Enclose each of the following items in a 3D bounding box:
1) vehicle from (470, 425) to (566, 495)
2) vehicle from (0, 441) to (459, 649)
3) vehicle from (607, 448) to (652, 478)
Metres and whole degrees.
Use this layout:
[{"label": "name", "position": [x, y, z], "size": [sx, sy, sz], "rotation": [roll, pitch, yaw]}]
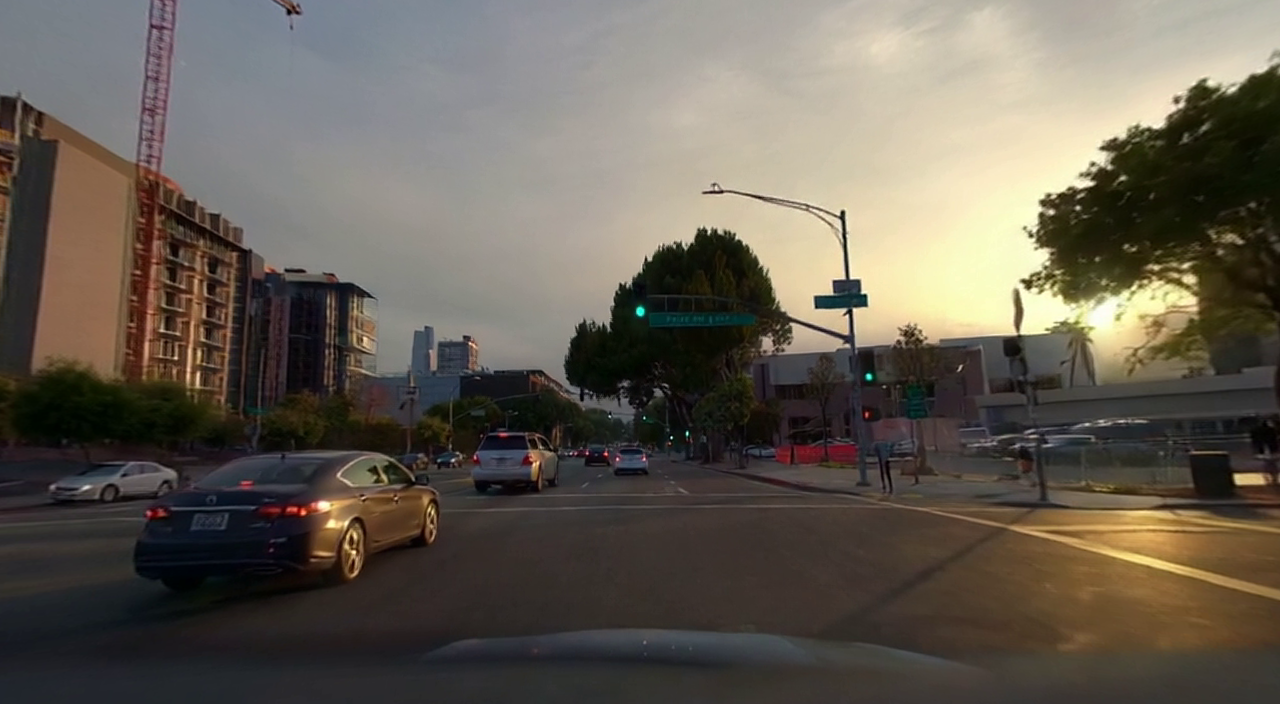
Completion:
[{"label": "vehicle", "position": [-3.865, 3.535, 20.925], "size": [2.240, 2.054, 4.662], "rotation": [0, -9, 0]}, {"label": "vehicle", "position": [-3.549, 1.670, 6.650], "size": [1.959, 1.406, 4.527], "rotation": [0, -9, -1]}, {"label": "vehicle", "position": [-0.558, 5.609, 32.224], "size": [2.171, 1.422, 4.146], "rotation": [0, -9, -1]}]
